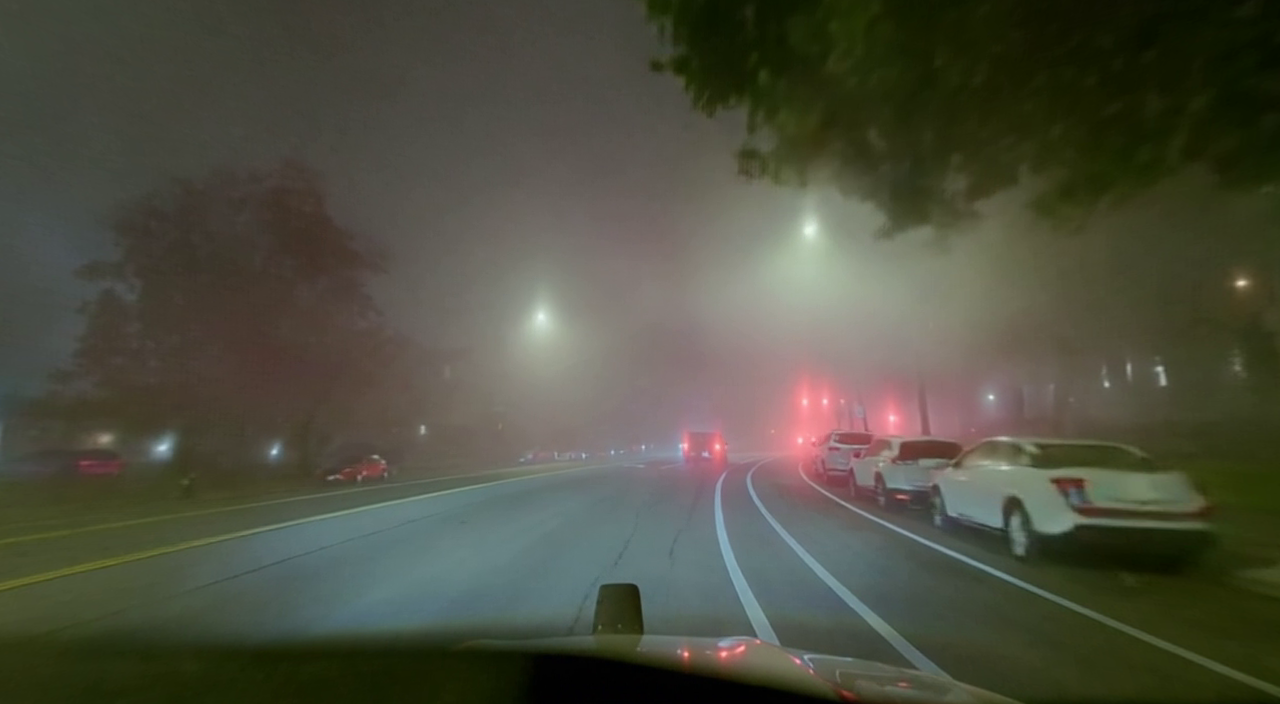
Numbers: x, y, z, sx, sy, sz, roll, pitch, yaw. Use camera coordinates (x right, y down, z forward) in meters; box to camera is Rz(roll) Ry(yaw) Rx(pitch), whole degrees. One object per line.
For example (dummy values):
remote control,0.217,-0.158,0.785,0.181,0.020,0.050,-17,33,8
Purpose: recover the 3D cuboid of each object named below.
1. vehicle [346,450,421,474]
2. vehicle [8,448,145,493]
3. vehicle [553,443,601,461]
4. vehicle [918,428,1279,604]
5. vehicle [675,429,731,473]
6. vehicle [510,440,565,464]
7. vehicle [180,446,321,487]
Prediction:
vehicle,-16.477,7.066,40.654,4.195,1.400,1.726,-2,-8,12
vehicle,-24.382,5.076,27.405,4.385,1.800,1.992,-1,-8,10
vehicle,-4.825,7.689,48.950,1.893,1.310,4.719,-3,-9,19
vehicle,5.186,1.697,7.597,1.940,1.456,4.502,-1,-8,5
vehicle,2.769,4.166,26.782,1.852,1.680,4.488,-2,-8,12
vehicle,-6.827,6.732,42.668,1.918,1.508,4.353,-2,-8,17
vehicle,-19.739,5.806,32.109,5.953,1.868,2.049,0,-10,7
